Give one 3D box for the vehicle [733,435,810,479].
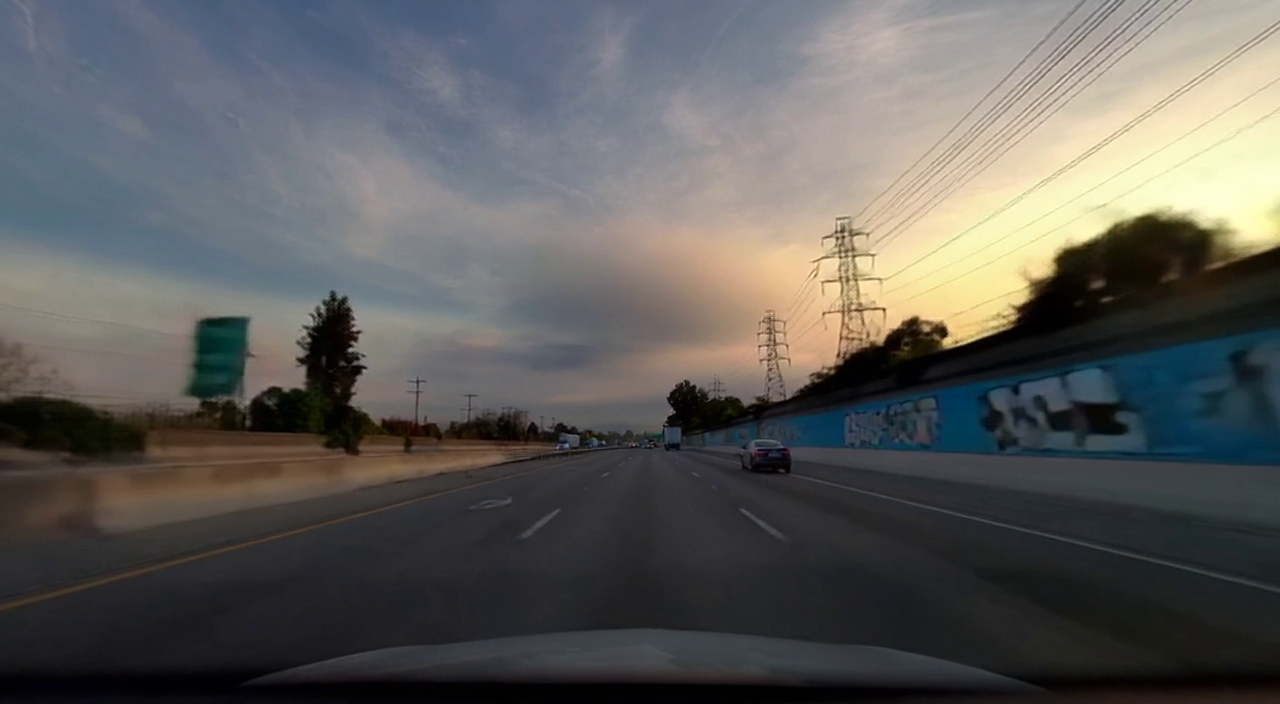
[{"bbox_3d":[4.851,3.937,23.811,1.991,1.494,3.951,0,-8,-1],"label":"vehicle"}]
